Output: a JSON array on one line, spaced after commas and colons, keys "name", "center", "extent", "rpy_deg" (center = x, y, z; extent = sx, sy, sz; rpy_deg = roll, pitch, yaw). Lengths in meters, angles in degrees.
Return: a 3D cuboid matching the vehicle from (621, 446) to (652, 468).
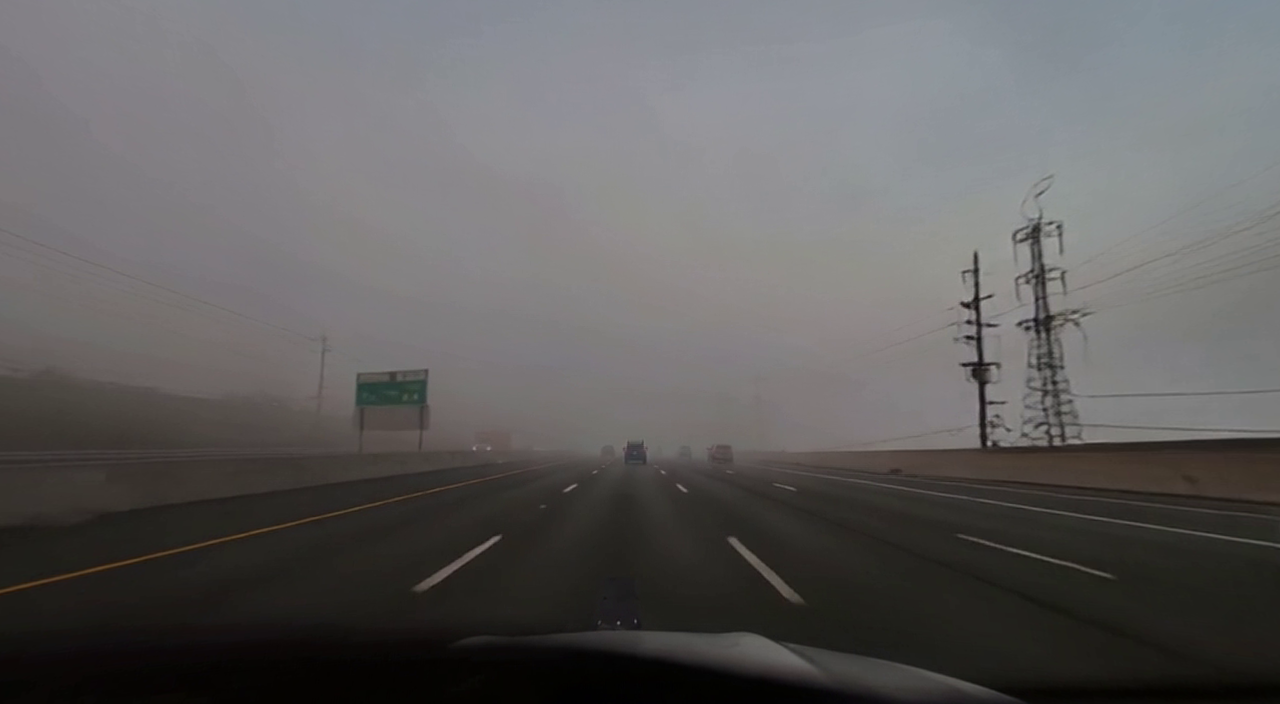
[{"name": "vehicle", "center": [-0.297, 7.451, 45.204], "extent": [2.109, 1.489, 4.027], "rpy_deg": [0, -8, -1]}]
